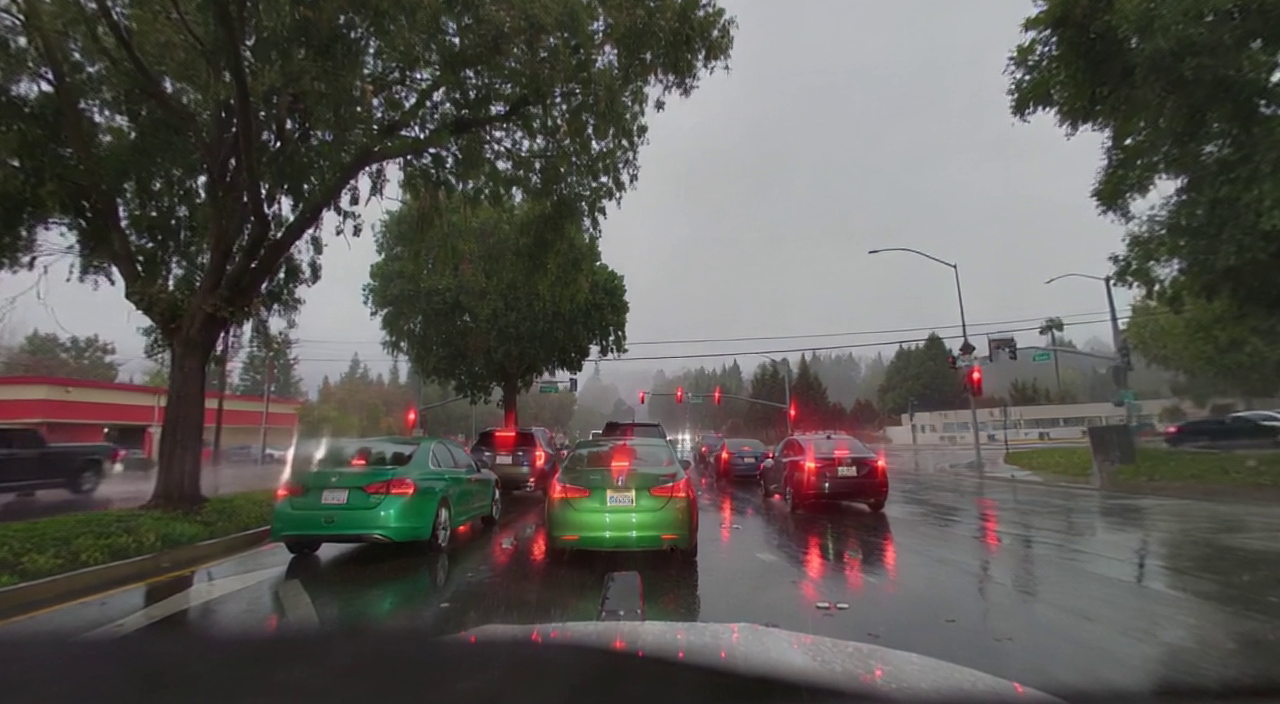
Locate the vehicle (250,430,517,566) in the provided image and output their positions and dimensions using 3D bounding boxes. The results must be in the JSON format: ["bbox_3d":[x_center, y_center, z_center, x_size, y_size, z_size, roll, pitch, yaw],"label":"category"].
[{"bbox_3d":[-3.187,1.886,8.943,1.917,1.441,4.128,-1,-8,2],"label":"vehicle"}]

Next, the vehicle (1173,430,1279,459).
[{"bbox_3d":[36.409,5.696,38.734,5.265,1.702,1.930,-5,-10,28],"label":"vehicle"}]

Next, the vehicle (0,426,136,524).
[{"bbox_3d":[-12.481,2.347,12.278,2.082,1.704,4.488,1,-8,-8],"label":"vehicle"}]

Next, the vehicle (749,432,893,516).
[{"bbox_3d":[3.572,2.464,13.260,1.880,1.476,3.932,0,-8,1],"label":"vehicle"}]

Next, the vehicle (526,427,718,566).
[{"bbox_3d":[-0.197,1.825,8.702,2.041,1.450,3.847,0,-8,0],"label":"vehicle"}]
